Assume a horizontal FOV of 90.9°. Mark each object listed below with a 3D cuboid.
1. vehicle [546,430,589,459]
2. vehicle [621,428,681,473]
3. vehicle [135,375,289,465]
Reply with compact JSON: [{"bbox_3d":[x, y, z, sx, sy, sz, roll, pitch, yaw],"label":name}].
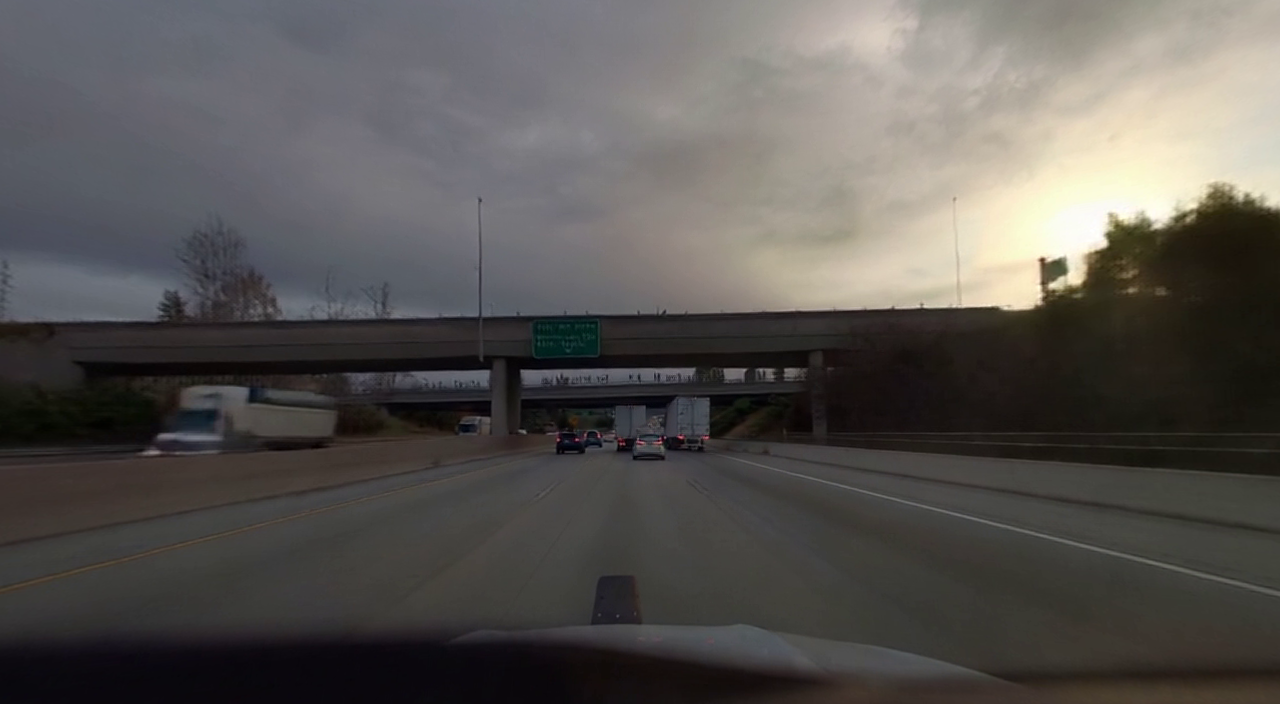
[{"bbox_3d":[-4.066,5.293,36.133,1.979,1.527,4.754,0,-8,-1],"label":"vehicle"},{"bbox_3d":[0.328,3.635,23.535,2.059,1.522,3.693,0,-8,-2],"label":"vehicle"},{"bbox_3d":[-21.260,3.501,31.902,2.992,4.070,6.649,0,-8,-1],"label":"vehicle"}]
